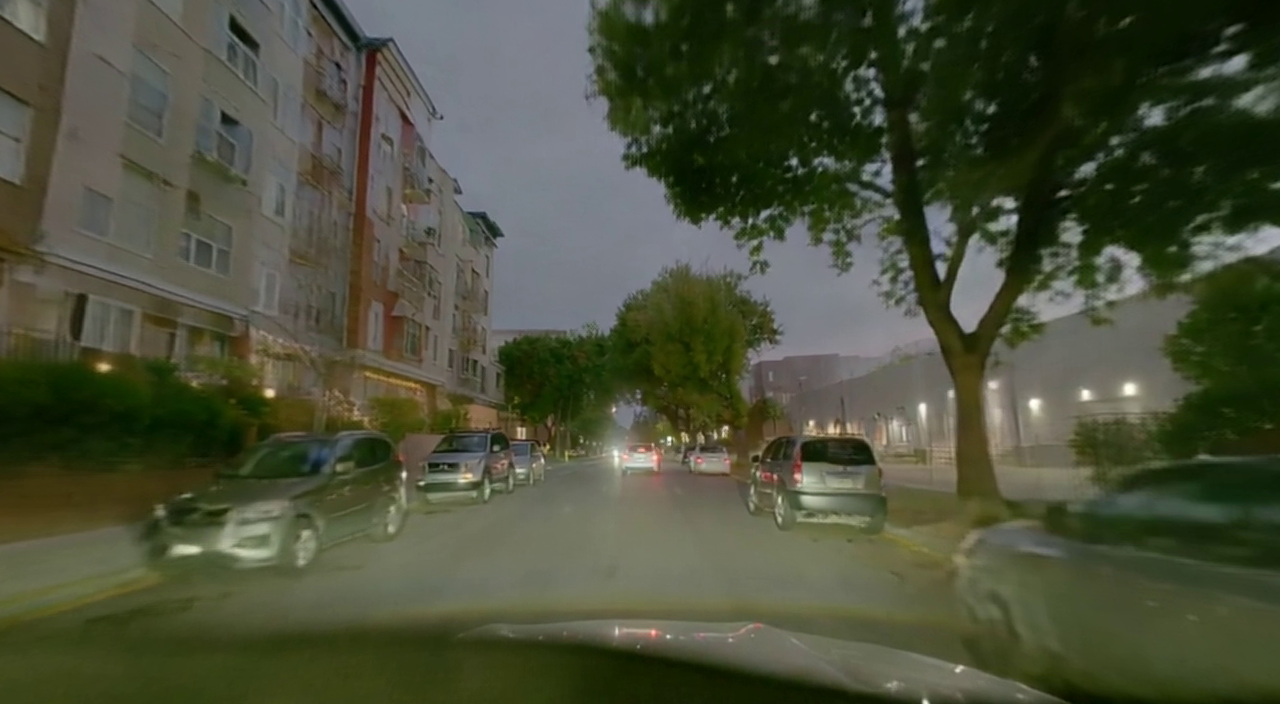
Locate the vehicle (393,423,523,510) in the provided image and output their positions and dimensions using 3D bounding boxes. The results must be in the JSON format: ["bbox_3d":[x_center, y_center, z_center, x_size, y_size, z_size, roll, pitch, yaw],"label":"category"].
[{"bbox_3d":[-4.616,2.895,16.758,2.022,1.721,4.355,1,-3,2],"label":"vehicle"}]

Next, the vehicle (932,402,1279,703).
[{"bbox_3d":[3.007,0.927,2.058,2.050,1.493,4.316,0,-8,0],"label":"vehicle"}]

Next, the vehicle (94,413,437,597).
[{"bbox_3d":[-4.297,1.684,8.172,1.951,1.662,4.046,1,-4,0],"label":"vehicle"}]

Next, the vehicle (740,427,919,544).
[{"bbox_3d":[3.037,2.204,11.110,1.901,1.649,4.118,0,-8,0],"label":"vehicle"}]

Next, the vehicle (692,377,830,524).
[{"bbox_3d":[2.868,2.341,16.784,2.489,3.082,6.627,1,-4,1],"label":"vehicle"}]

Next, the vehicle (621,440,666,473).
[{"bbox_3d":[0.210,5.056,30.723,2.095,1.510,3.605,0,-8,2],"label":"vehicle"}]
